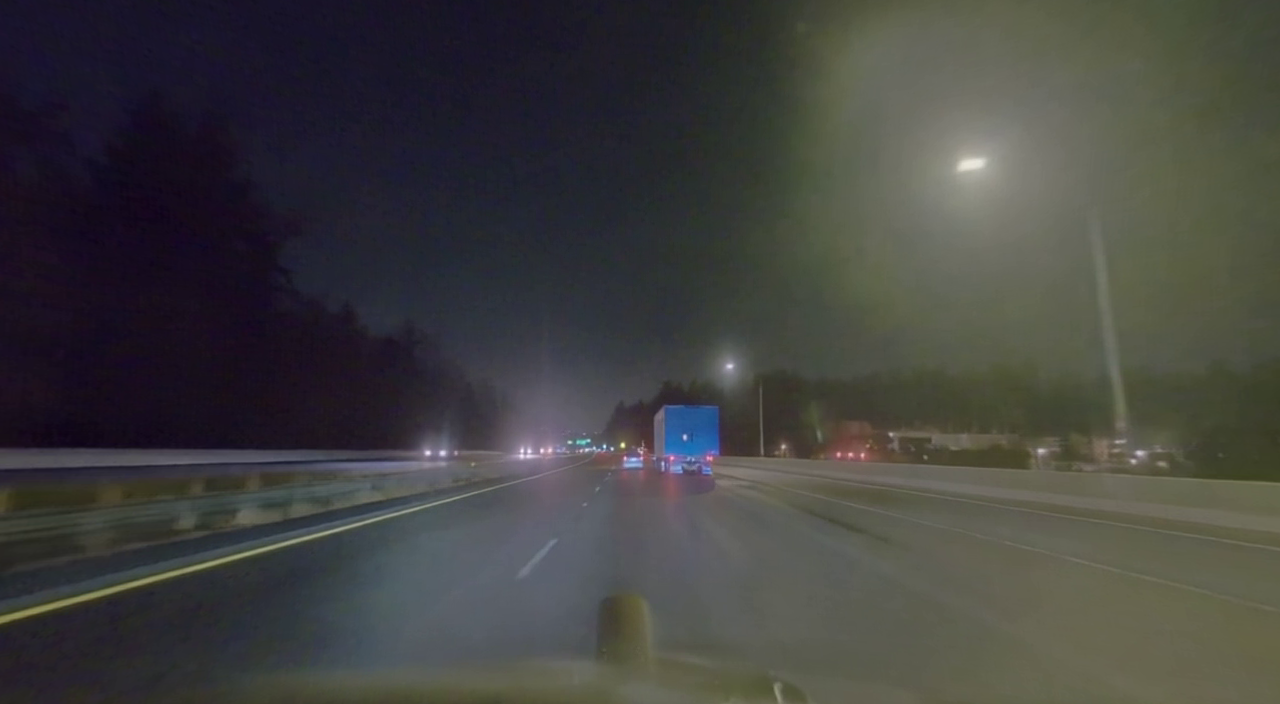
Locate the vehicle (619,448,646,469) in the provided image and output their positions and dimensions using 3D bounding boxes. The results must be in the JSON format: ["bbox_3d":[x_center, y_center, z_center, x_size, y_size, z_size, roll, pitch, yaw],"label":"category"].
[{"bbox_3d":[-0.550,7.672,45.749,1.898,1.438,4.053,0,-9,-1],"label":"vehicle"}]

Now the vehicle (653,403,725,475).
[{"bbox_3d":[3.072,6.366,45.307,3.462,4.177,16.311,0,-9,-1],"label":"vehicle"}]

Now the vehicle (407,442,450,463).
[{"bbox_3d":[-15.589,7.446,46.726,1.776,1.436,3.890,0,-9,1],"label":"vehicle"}]
